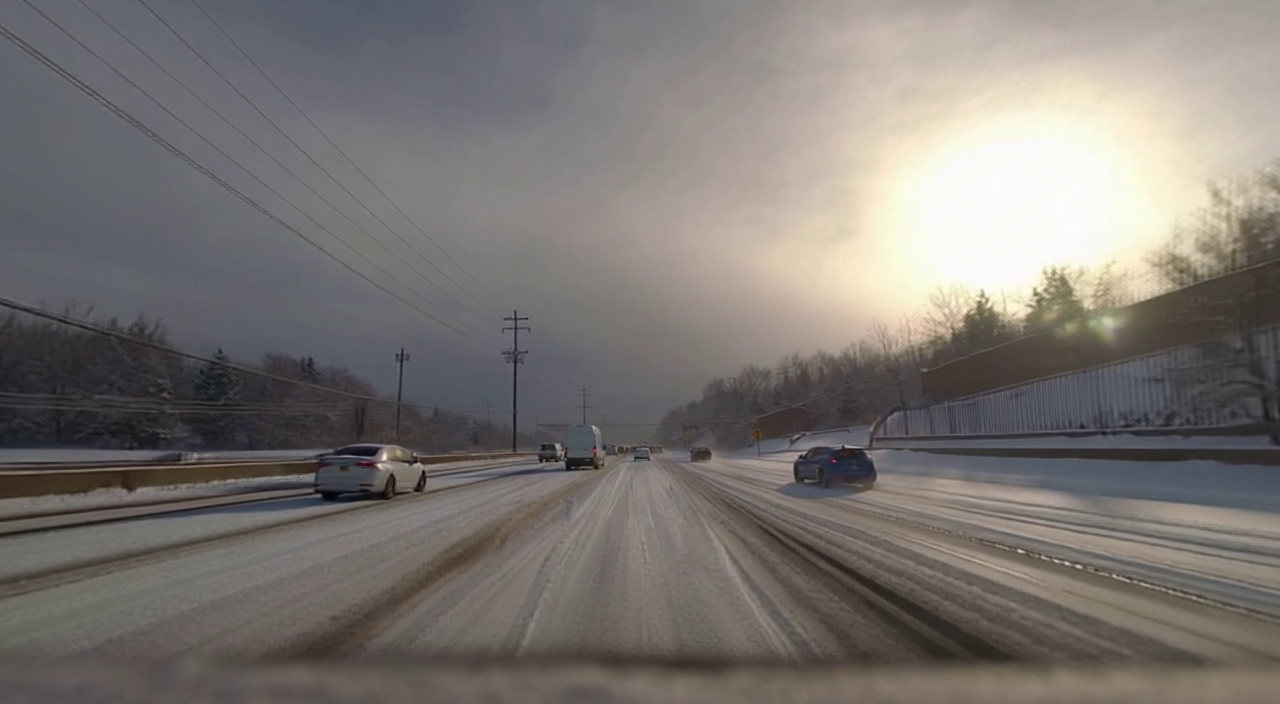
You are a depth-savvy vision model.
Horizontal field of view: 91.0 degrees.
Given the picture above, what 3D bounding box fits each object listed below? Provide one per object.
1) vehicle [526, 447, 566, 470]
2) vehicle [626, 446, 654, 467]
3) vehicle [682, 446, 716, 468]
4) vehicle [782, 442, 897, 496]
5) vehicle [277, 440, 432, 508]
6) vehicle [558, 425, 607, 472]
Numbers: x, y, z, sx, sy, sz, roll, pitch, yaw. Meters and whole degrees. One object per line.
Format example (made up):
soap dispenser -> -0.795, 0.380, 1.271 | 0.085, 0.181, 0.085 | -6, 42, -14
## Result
vehicle -> -6.440, 7.308, 43.564 | 1.944, 1.490, 4.442 | 0, -9, 1
vehicle -> -0.037, 8.167, 49.332 | 2.084, 1.492, 4.137 | 0, -9, 0
vehicle -> 4.416, 7.926, 47.726 | 2.095, 1.504, 4.536 | 0, -9, -1
vehicle -> 6.052, 3.584, 19.715 | 2.052, 1.470, 4.364 | 0, -9, -1
vehicle -> -7.218, 3.106, 16.540 | 1.967, 1.525, 4.458 | 0, -9, 0
vehicle -> -3.444, 5.984, 39.112 | 2.395, 2.660, 5.827 | 0, -9, 1
